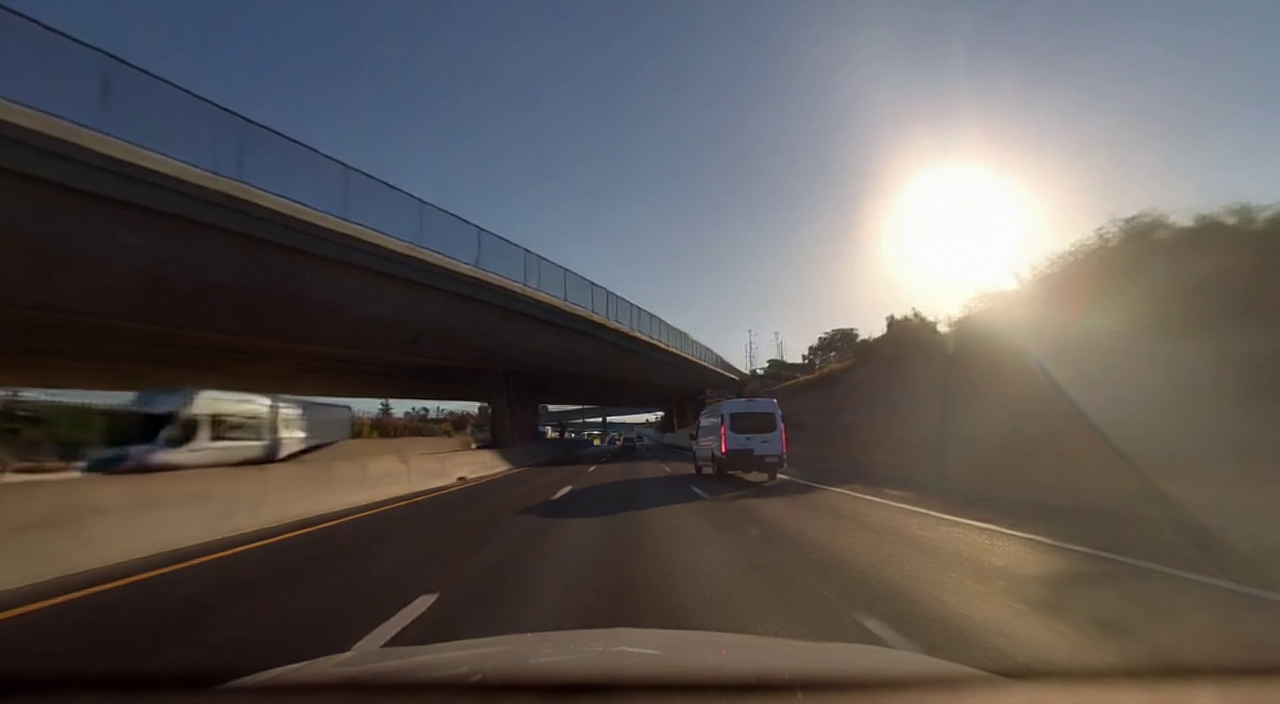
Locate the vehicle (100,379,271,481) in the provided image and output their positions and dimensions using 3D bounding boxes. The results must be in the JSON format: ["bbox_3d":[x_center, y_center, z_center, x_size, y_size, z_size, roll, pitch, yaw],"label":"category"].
[{"bbox_3d":[-20.166,3.568,28.540,3.147,4.064,6.027,0,-8,-1],"label":"vehicle"}]

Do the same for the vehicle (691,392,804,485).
[{"bbox_3d":[3.374,2.998,21.682,2.431,2.667,6.921,0,-8,-2],"label":"vehicle"}]
